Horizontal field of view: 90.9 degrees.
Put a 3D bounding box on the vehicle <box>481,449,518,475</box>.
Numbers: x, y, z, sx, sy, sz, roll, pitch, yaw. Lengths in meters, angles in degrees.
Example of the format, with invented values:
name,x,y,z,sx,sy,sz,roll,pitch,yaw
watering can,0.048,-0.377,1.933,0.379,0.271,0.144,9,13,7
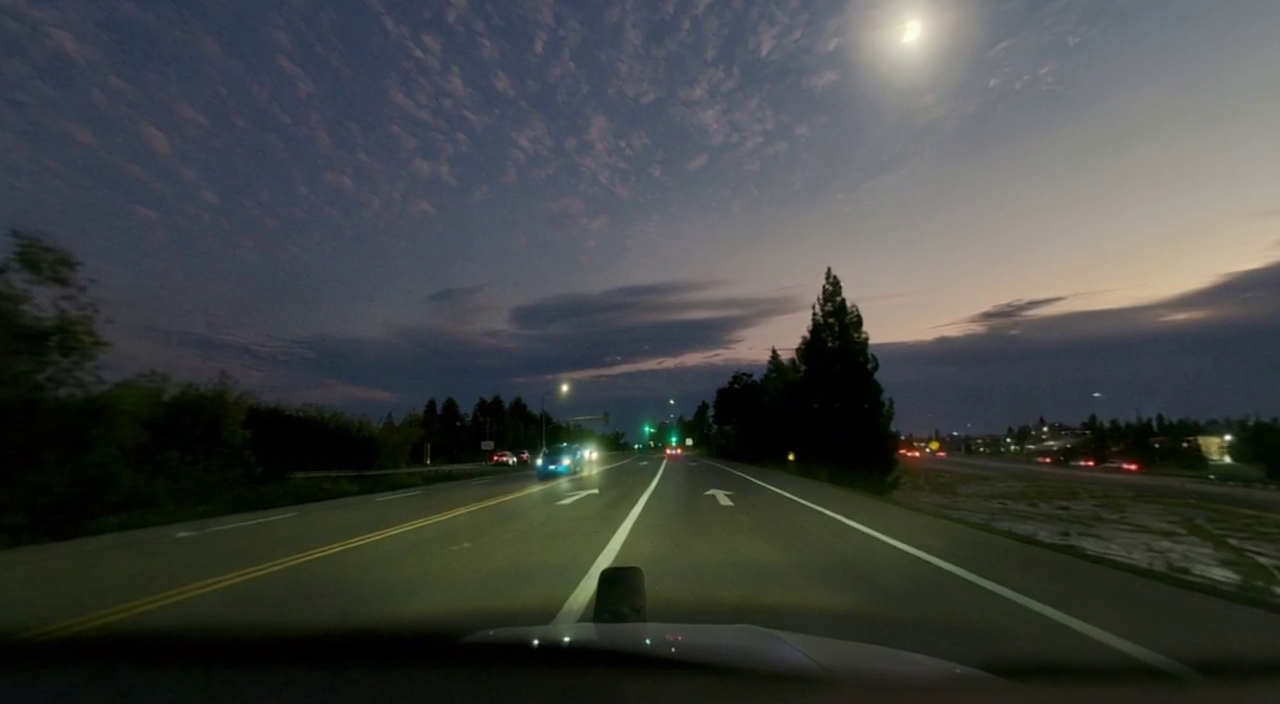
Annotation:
name,x,y,z,sx,sy,sz,roll,pitch,yaw
vehicle,-9.933,7.720,44.299,2.077,1.707,4.282,3,-9,-17

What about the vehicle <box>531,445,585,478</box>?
name,x,y,z,sx,sy,sz,roll,pitch,yaw
vehicle,-4.398,5.957,34.550,2.095,1.678,4.421,-1,-9,4
